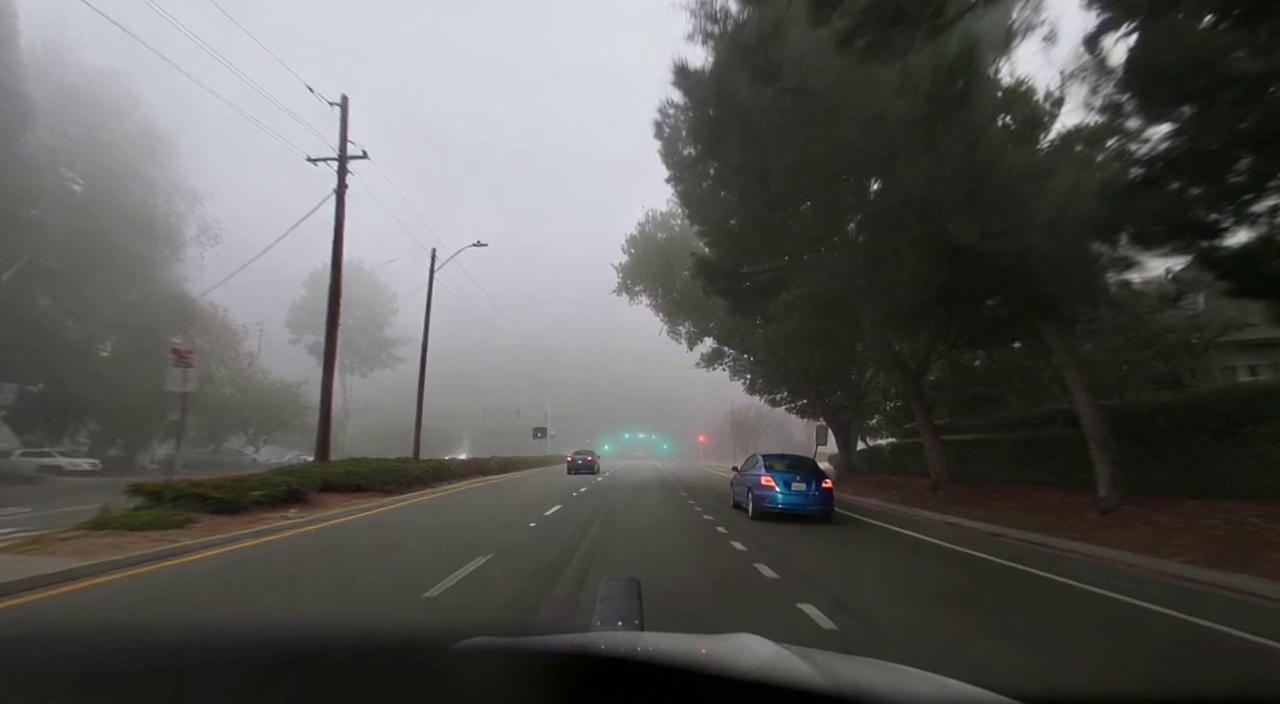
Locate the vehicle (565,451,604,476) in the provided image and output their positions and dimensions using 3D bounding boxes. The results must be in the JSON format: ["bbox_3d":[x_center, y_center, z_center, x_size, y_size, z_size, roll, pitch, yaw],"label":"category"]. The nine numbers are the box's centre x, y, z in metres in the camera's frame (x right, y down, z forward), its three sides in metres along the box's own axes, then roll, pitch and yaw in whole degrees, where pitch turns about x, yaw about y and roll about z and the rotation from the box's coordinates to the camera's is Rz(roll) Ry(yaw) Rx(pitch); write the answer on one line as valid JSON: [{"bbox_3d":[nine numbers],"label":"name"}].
[{"bbox_3d":[-3.469,7.032,40.025,2.041,1.460,4.036,0,-8,1],"label":"vehicle"}]

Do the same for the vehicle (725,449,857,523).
[{"bbox_3d":[3.437,3.119,15.335,2.068,1.497,4.247,0,-8,-1],"label":"vehicle"}]
